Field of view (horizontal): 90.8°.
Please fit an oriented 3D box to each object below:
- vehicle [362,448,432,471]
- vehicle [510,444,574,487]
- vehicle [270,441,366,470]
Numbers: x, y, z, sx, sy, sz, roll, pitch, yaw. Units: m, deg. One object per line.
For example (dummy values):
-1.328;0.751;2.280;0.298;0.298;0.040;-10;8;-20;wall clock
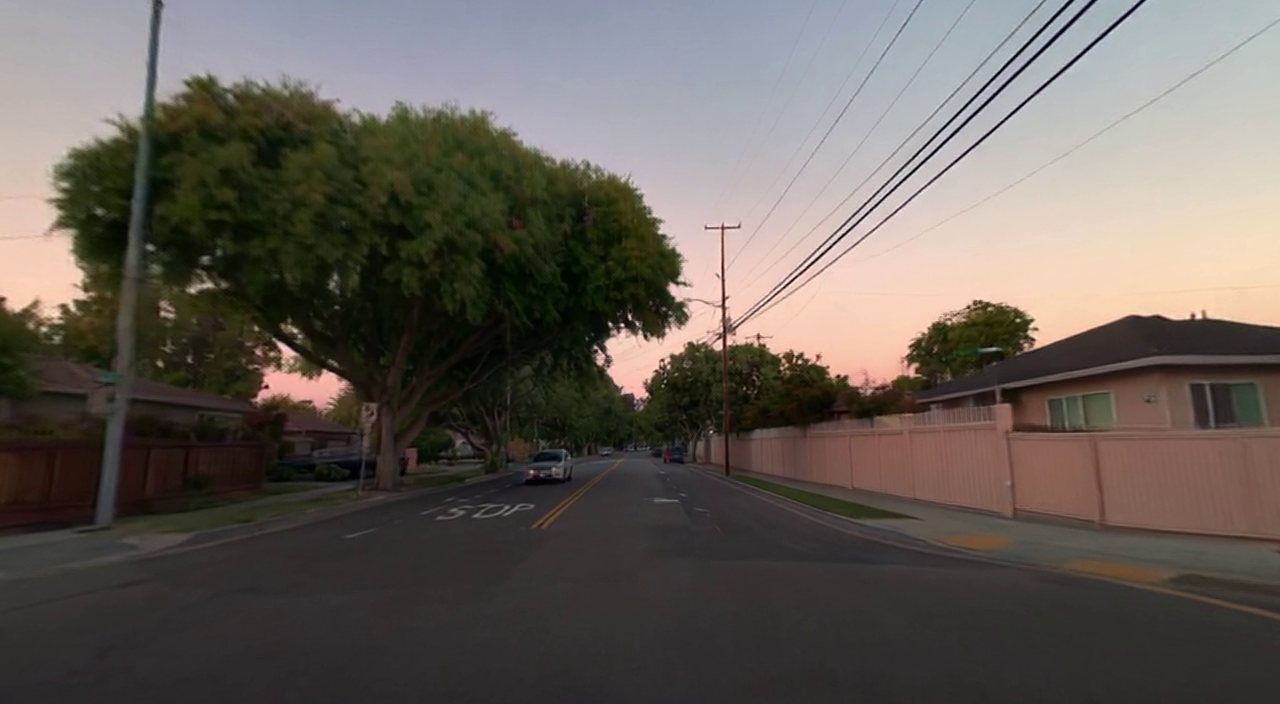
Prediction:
-16.786;7.426;43.819;4.199;1.510;2.058;2;-8;-10;vehicle
-3.921;4.573;25.873;1.935;1.595;3.972;0;-8;0;vehicle
-22.136;7.104;43.700;5.369;1.862;2.338;1;-7;-9;vehicle
